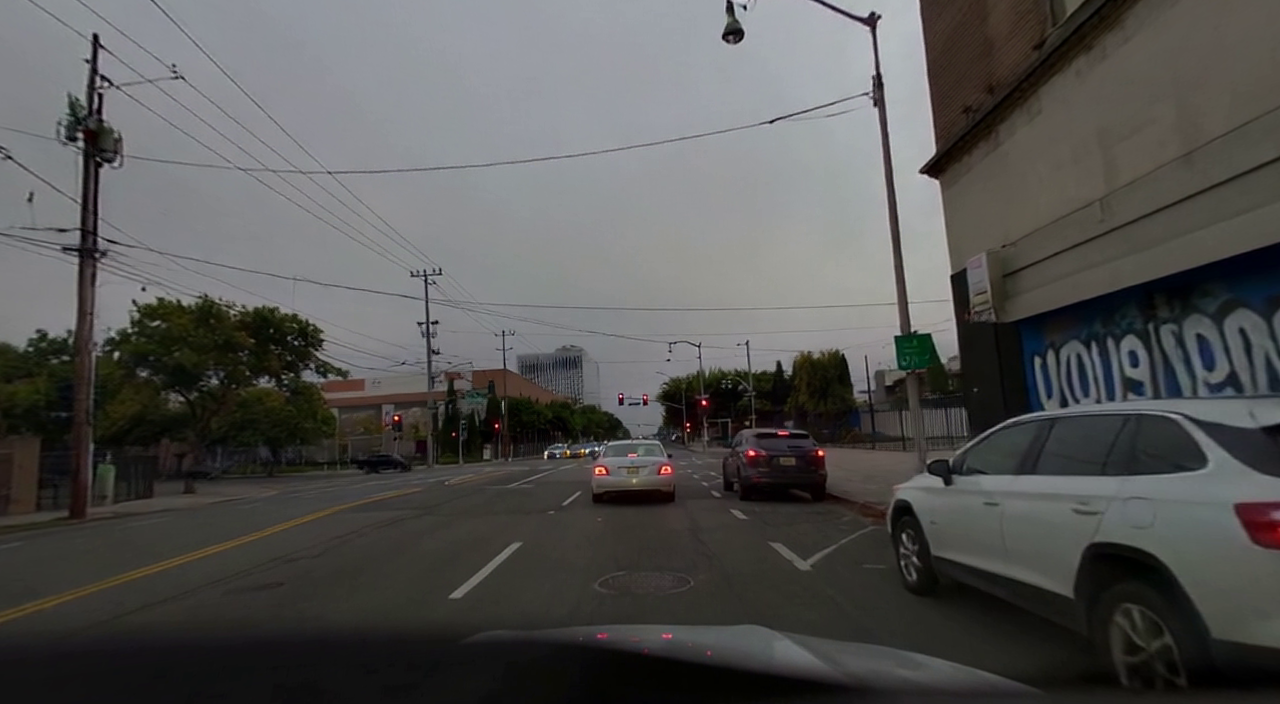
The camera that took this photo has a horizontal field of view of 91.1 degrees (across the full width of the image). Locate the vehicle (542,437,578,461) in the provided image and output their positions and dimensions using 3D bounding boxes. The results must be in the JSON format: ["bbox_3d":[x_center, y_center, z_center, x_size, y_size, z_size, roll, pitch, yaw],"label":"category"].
[{"bbox_3d":[-5.887,7.242,46.841,2.059,1.699,4.252,0,-8,1],"label":"vehicle"}]

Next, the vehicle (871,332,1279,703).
[{"bbox_3d":[3.288,1.048,4.006,1.938,1.714,4.402,0,-8,0],"label":"vehicle"}]

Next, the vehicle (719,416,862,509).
[{"bbox_3d":[3.220,2.492,14.550,2.060,1.783,4.579,0,-8,-1],"label":"vehicle"}]

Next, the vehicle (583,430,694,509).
[{"bbox_3d":[0.001,2.598,14.400,2.153,1.505,4.452,0,-8,1],"label":"vehicle"}]
